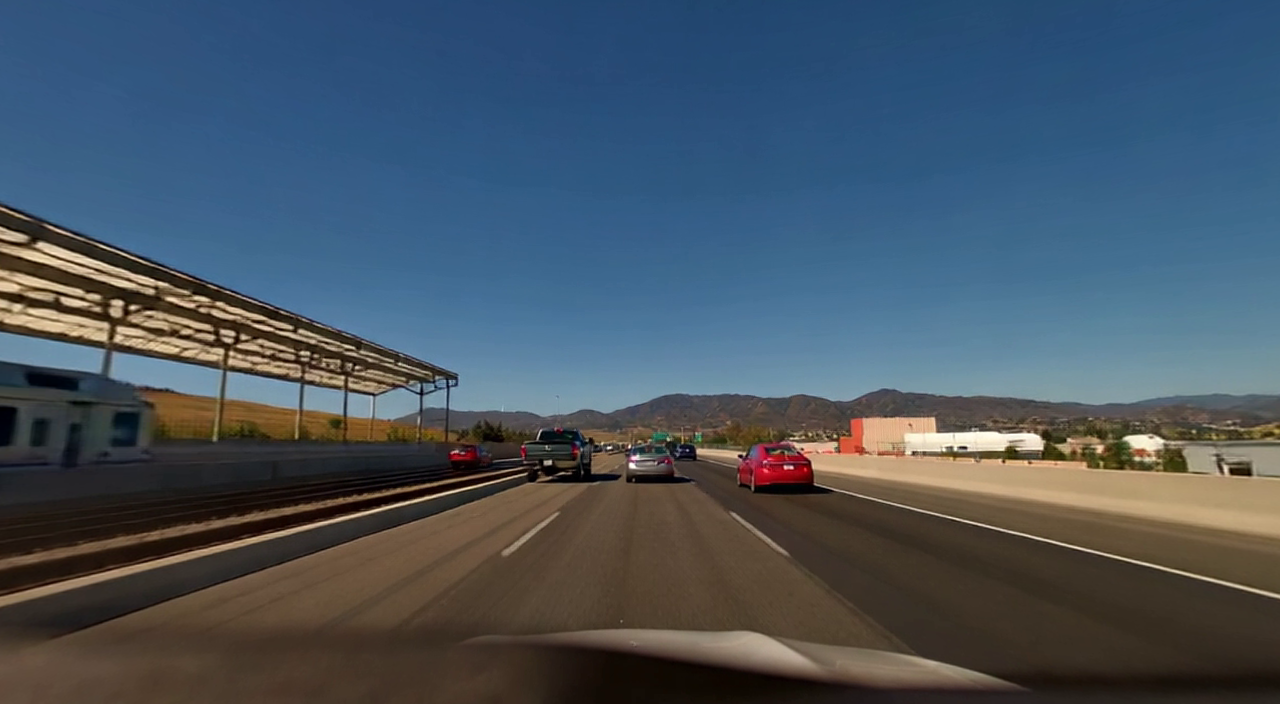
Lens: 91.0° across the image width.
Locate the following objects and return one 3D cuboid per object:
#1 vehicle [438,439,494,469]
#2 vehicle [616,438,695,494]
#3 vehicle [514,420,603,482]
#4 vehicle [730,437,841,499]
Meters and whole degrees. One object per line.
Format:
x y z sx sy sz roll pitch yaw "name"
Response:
-10.800 6.365 39.381 2.137 1.728 4.665 0 -9 0 "vehicle"
0.421 3.441 19.362 2.171 1.493 4.081 0 -9 0 "vehicle"
-3.152 4.083 26.244 2.733 2.230 6.820 0 -9 1 "vehicle"
3.972 3.258 18.117 2.023 1.510 4.773 0 -9 -1 "vehicle"
